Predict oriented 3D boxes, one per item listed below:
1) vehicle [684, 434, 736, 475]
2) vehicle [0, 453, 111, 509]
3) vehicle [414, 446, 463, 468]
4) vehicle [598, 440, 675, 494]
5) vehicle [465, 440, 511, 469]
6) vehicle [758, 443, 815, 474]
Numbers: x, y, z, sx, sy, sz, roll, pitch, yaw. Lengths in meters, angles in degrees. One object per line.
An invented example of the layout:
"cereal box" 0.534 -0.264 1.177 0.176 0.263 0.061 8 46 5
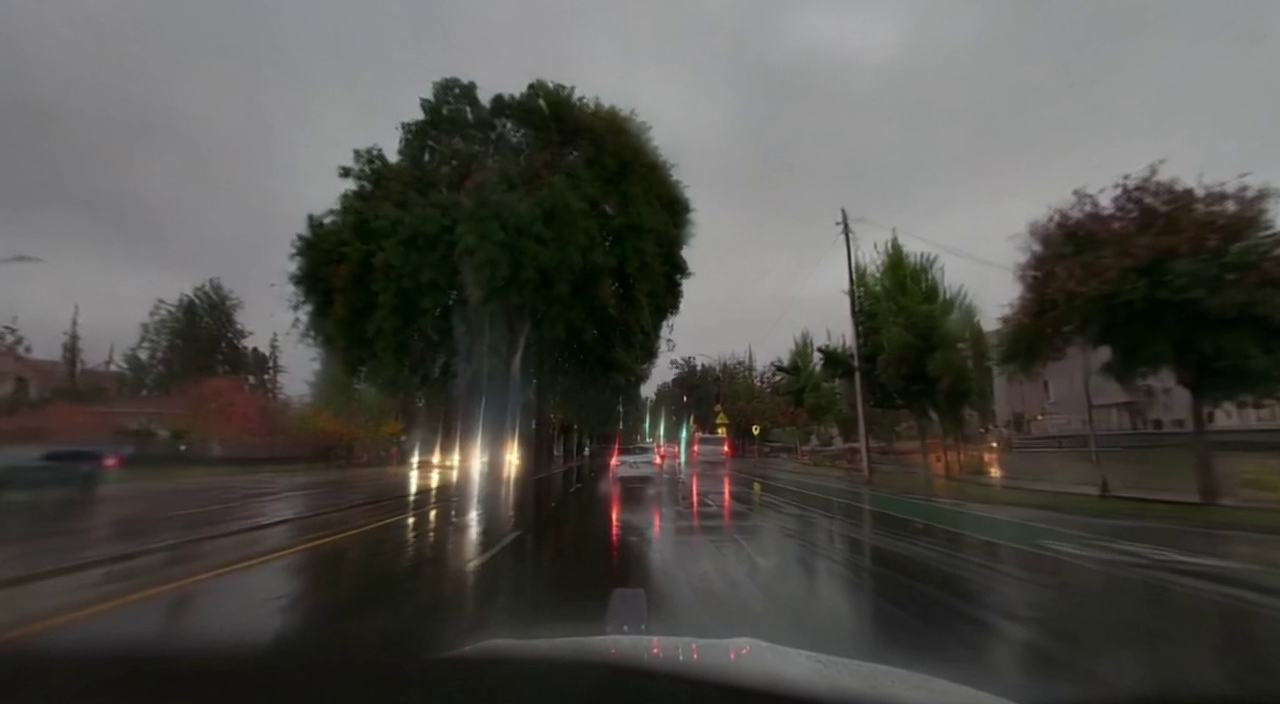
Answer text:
"vehicle" 3.344 5.023 31.091 2.073 1.822 4.276 0 -8 0
"vehicle" -18.055 3.634 17.946 1.920 1.426 4.519 0 -8 2
"vehicle" -14.337 7.458 45.060 1.926 1.480 4.337 0 -8 1
"vehicle" -0.072 3.507 19.652 2.140 1.474 4.026 0 -8 1
"vehicle" -9.888 6.694 41.402 2.090 1.785 4.692 0 -8 -3
"vehicle" 7.799 5.687 33.905 1.980 1.497 4.345 0 -8 0
